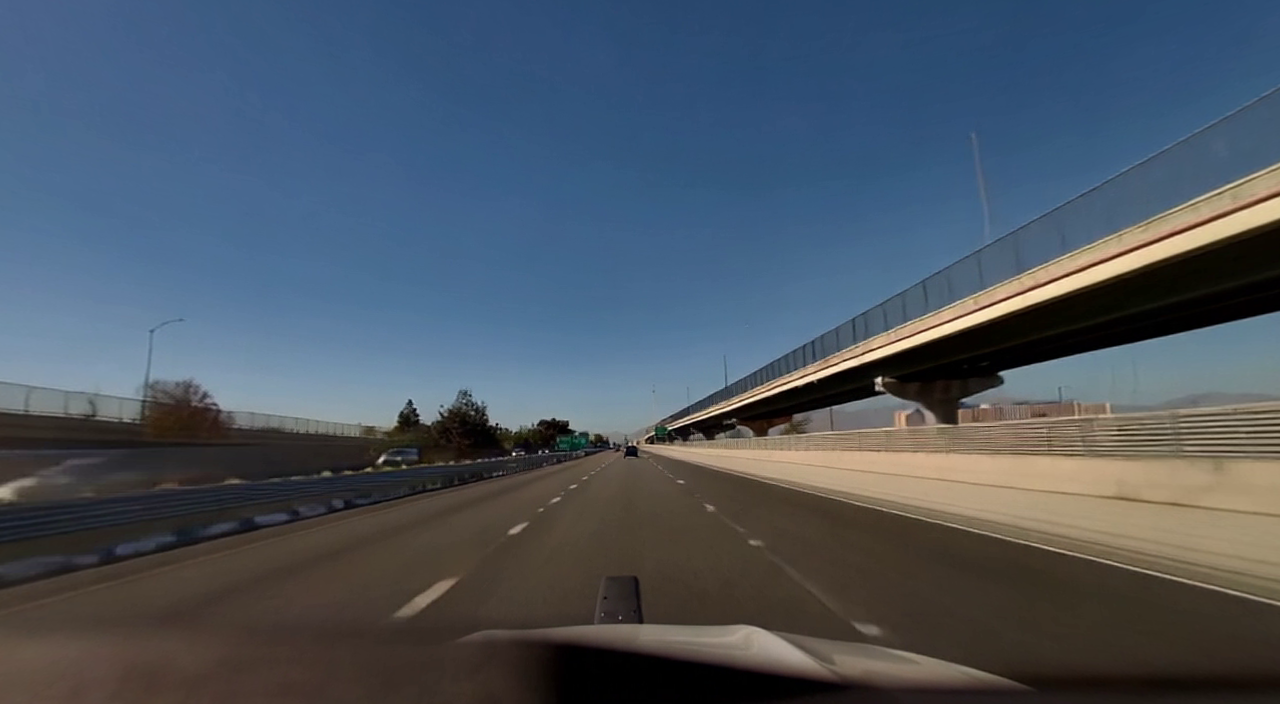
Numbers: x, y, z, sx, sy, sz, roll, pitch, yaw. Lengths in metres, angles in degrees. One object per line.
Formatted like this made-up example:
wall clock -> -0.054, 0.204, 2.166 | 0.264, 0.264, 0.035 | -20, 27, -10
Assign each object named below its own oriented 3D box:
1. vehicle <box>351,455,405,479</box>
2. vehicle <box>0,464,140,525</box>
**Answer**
vehicle -> -17.414, 7.646, 41.967 | 1.832, 1.486, 4.110 | 0, -9, 0
vehicle -> -17.473, 4.077, 18.461 | 1.802, 1.467, 4.590 | 0, -9, -1
